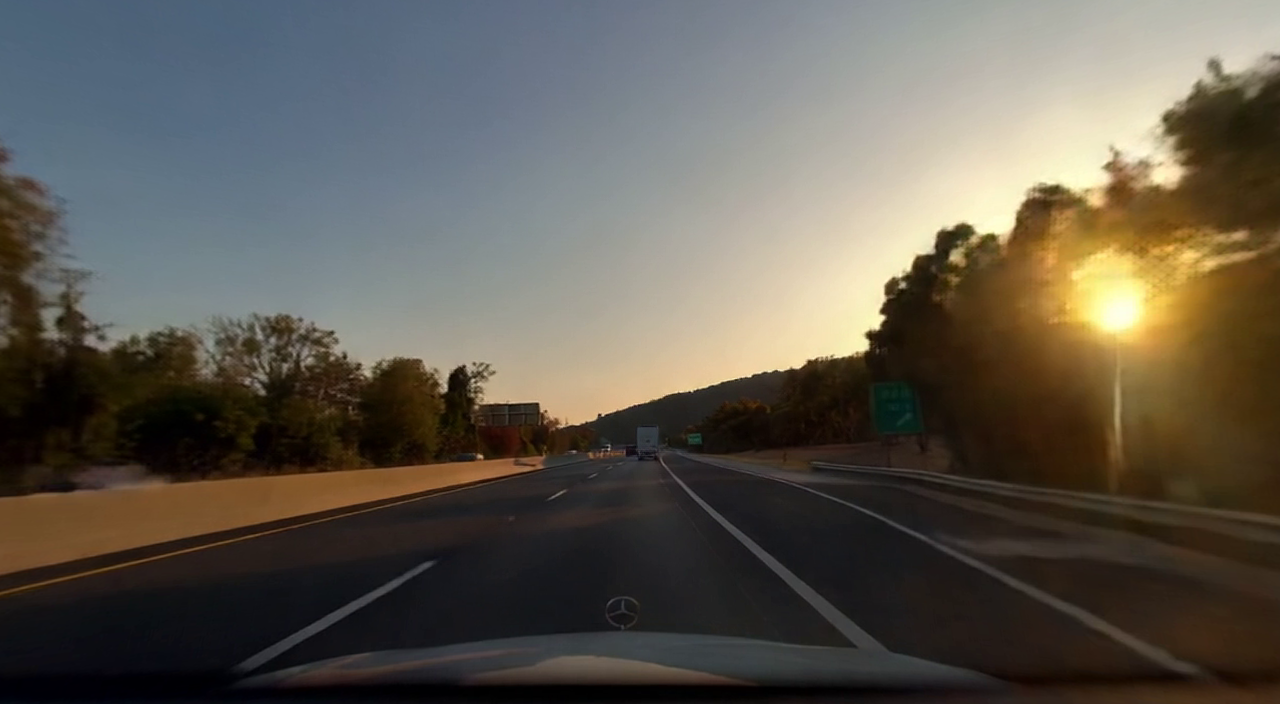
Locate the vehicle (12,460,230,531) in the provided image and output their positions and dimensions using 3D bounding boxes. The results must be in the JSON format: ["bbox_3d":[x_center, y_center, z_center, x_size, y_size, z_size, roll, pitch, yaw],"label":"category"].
[{"bbox_3d":[-13.310,3.667,16.649,1.994,1.515,4.361,0,-9,1],"label":"vehicle"}]
